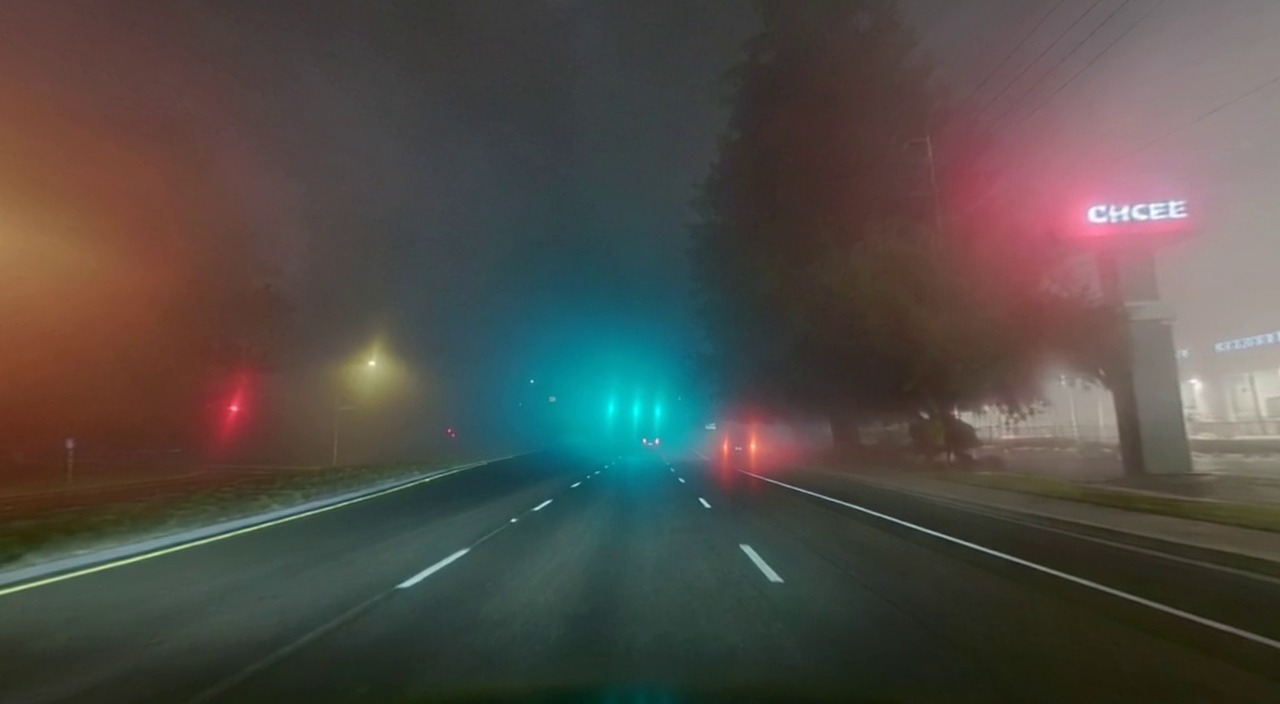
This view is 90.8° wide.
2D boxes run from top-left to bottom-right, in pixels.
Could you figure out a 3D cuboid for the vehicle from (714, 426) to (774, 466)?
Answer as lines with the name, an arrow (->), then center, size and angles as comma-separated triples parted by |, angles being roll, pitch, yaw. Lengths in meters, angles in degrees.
vehicle -> 5.748, 5.305, 35.726 | 2.476, 2.016, 5.586 | 0, -8, 1
